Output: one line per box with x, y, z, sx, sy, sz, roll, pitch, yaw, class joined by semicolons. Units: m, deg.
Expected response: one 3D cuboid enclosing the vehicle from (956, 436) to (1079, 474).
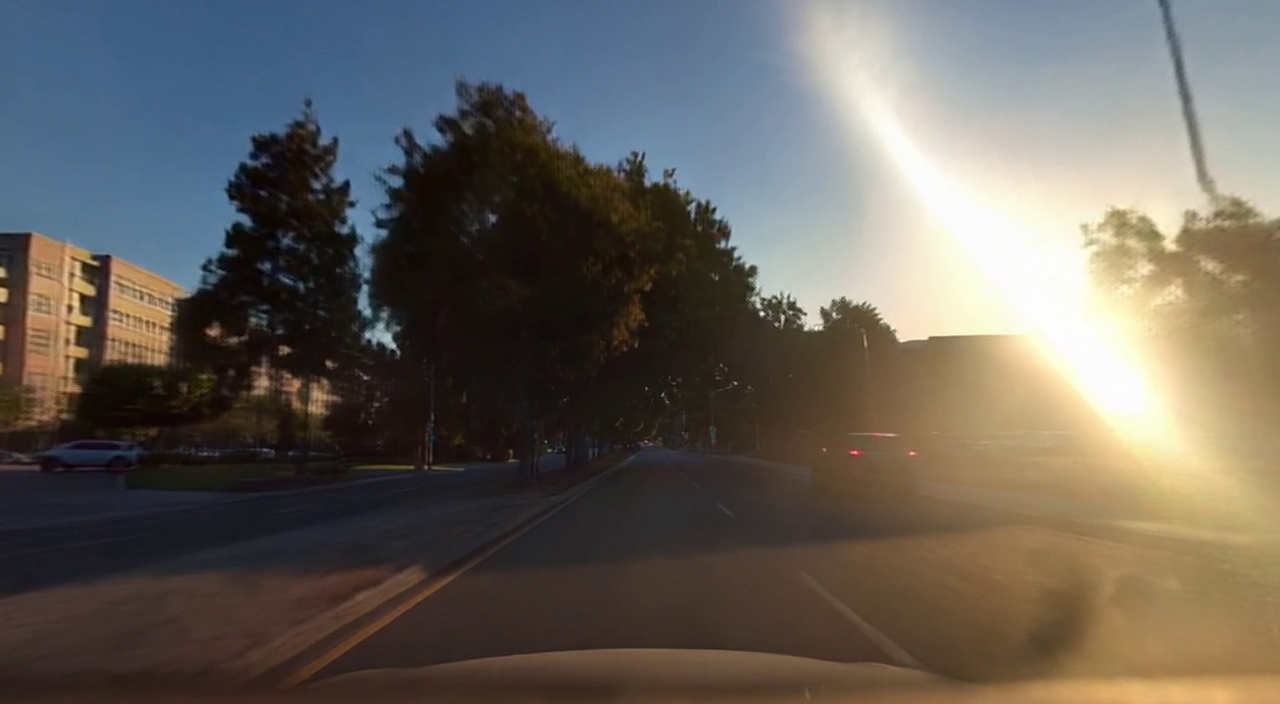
17.391;4.764;29.066;4.421;1.535;1.869;-2;-7;2;vehicle

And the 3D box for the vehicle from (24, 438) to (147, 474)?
-26.393;4.962;29.988;4.048;1.601;1.845;0;-8;-2;vehicle

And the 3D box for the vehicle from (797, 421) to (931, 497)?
7.062;3.465;20.643;2.365;2.138;5.499;0;-8;0;vehicle
